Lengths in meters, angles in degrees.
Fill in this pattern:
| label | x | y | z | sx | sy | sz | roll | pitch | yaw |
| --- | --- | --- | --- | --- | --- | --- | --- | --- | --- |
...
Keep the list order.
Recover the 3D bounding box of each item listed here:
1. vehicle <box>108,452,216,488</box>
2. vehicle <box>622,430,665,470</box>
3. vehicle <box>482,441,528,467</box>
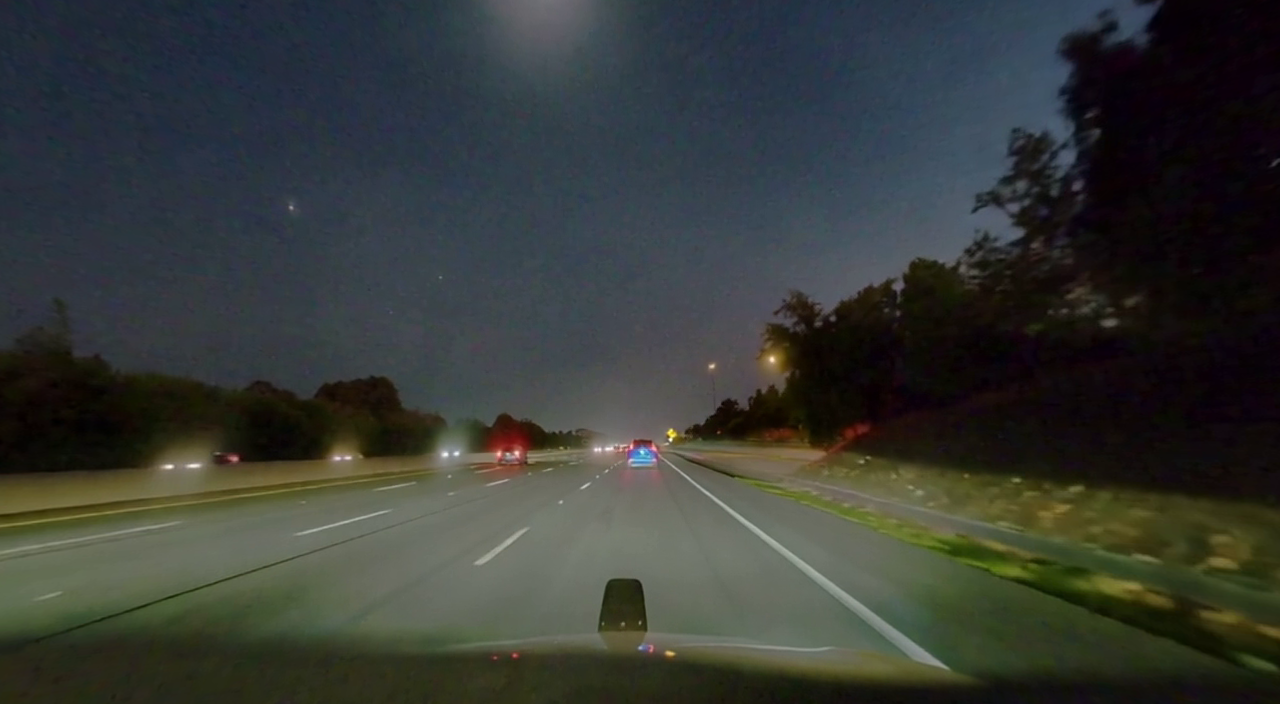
| label | x | y | z | sx | sy | sz | roll | pitch | yaw |
| --- | --- | --- | --- | --- | --- | --- | --- | --- | --- |
| vehicle | -23.652 | 5.826 | 31.467 | 2.009 | 1.556 | 4.207 | -1 | -8 | 1 |
| vehicle | 0.171 | 5.666 | 36.642 | 2.318 | 2.145 | 4.561 | 0 | -8 | 0 |
| vehicle | -9.836 | 7.482 | 46.404 | 2.204 | 1.770 | 5.016 | -1 | -8 | 1 |
